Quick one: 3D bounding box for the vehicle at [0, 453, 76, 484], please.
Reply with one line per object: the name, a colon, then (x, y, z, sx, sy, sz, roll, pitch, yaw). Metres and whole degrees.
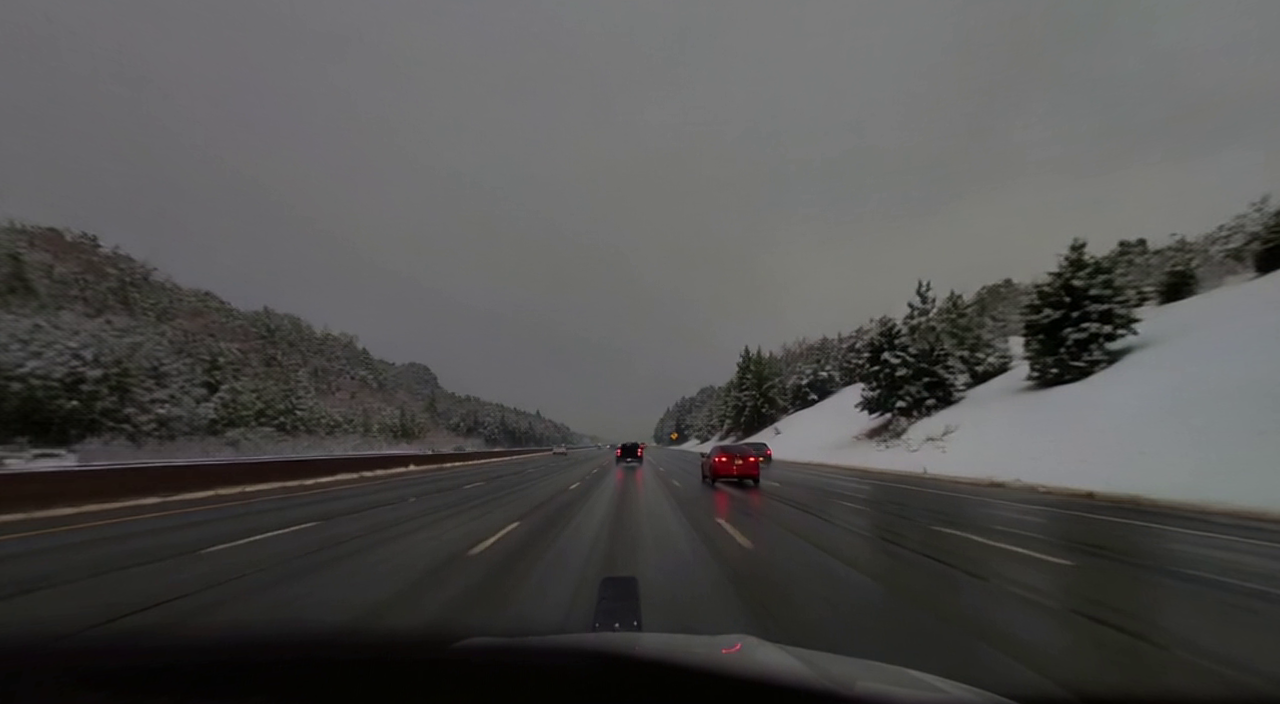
vehicle: (-36.457, 6.799, 37.117, 2.014, 1.547, 4.971, 1, -8, 1)

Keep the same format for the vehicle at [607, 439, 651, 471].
vehicle: (-0.605, 5.644, 34.806, 2.277, 1.675, 4.023, 0, -8, 0)

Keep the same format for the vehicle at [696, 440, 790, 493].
vehicle: (3.162, 3.639, 20.519, 2.120, 1.492, 4.734, 0, -8, -2)
